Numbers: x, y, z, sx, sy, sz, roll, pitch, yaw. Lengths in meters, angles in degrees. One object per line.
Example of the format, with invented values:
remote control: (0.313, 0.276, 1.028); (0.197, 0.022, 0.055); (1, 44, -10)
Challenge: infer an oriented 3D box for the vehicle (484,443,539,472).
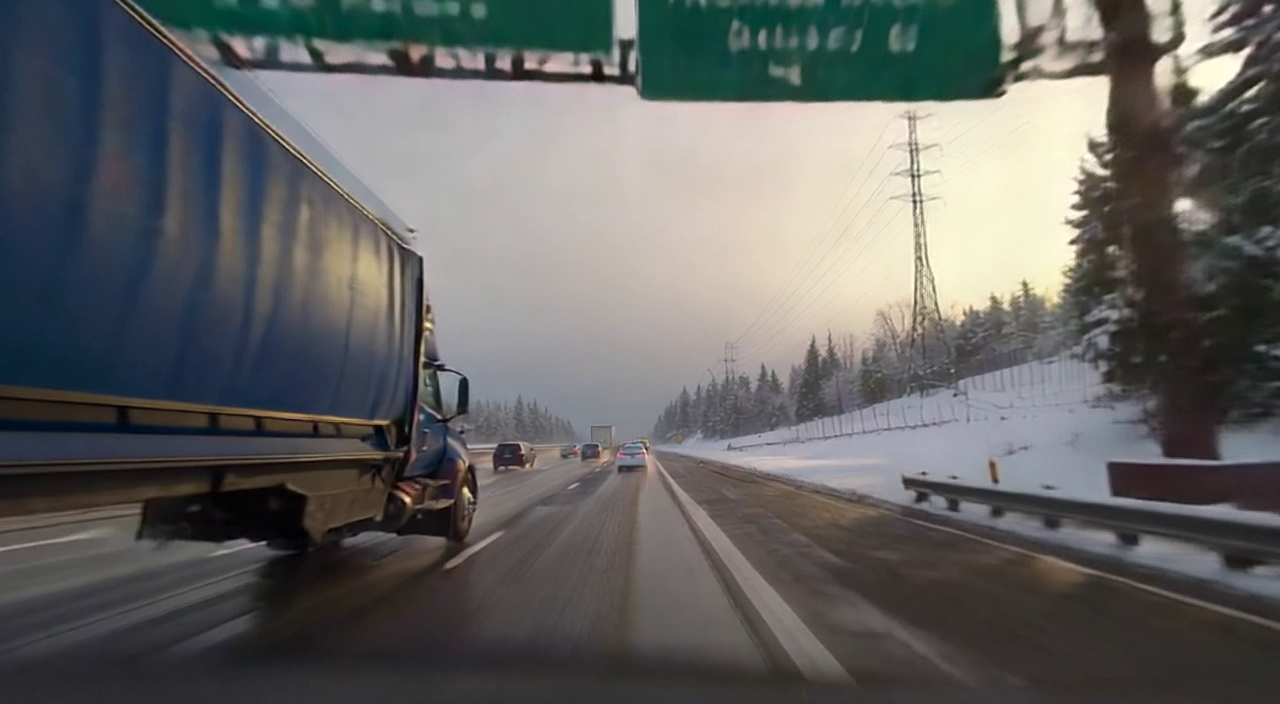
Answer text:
vehicle: (-7.095, 5.852, 35.185); (2.025, 1.510, 4.582); (0, -8, 1)

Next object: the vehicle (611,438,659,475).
vehicle: (-0.212, 5.032, 30.481); (2.178, 1.640, 4.071); (0, -9, 0)

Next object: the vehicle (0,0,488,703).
vehicle: (-3.570, 0.299, 3.495); (3.023, 3.246, 9.102); (0, -8, 1)
